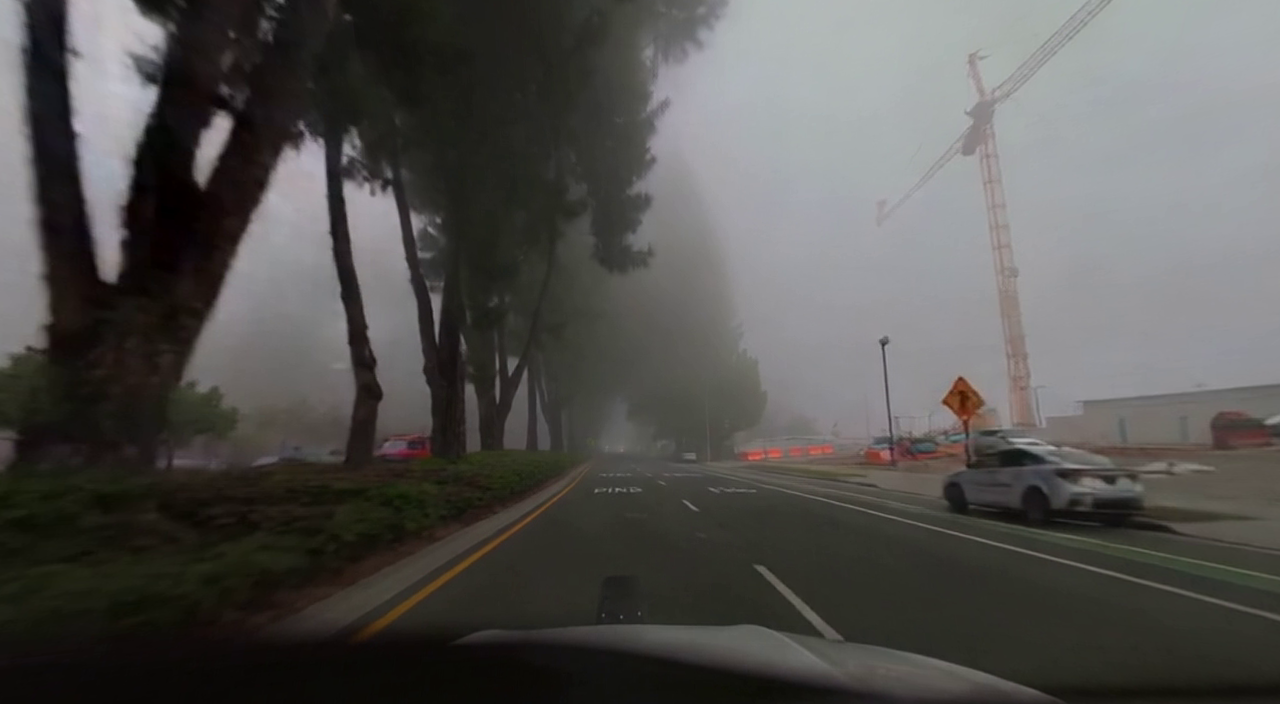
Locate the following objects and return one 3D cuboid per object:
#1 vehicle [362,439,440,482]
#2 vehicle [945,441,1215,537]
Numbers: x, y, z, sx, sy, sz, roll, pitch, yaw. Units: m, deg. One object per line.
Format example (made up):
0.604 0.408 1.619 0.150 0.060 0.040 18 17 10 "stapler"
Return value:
-11.837 5.376 31.641 2.127 1.984 4.545 0 -9 -1 "vehicle"
8.346 2.584 12.633 1.977 1.540 4.307 1 -9 -6 "vehicle"
